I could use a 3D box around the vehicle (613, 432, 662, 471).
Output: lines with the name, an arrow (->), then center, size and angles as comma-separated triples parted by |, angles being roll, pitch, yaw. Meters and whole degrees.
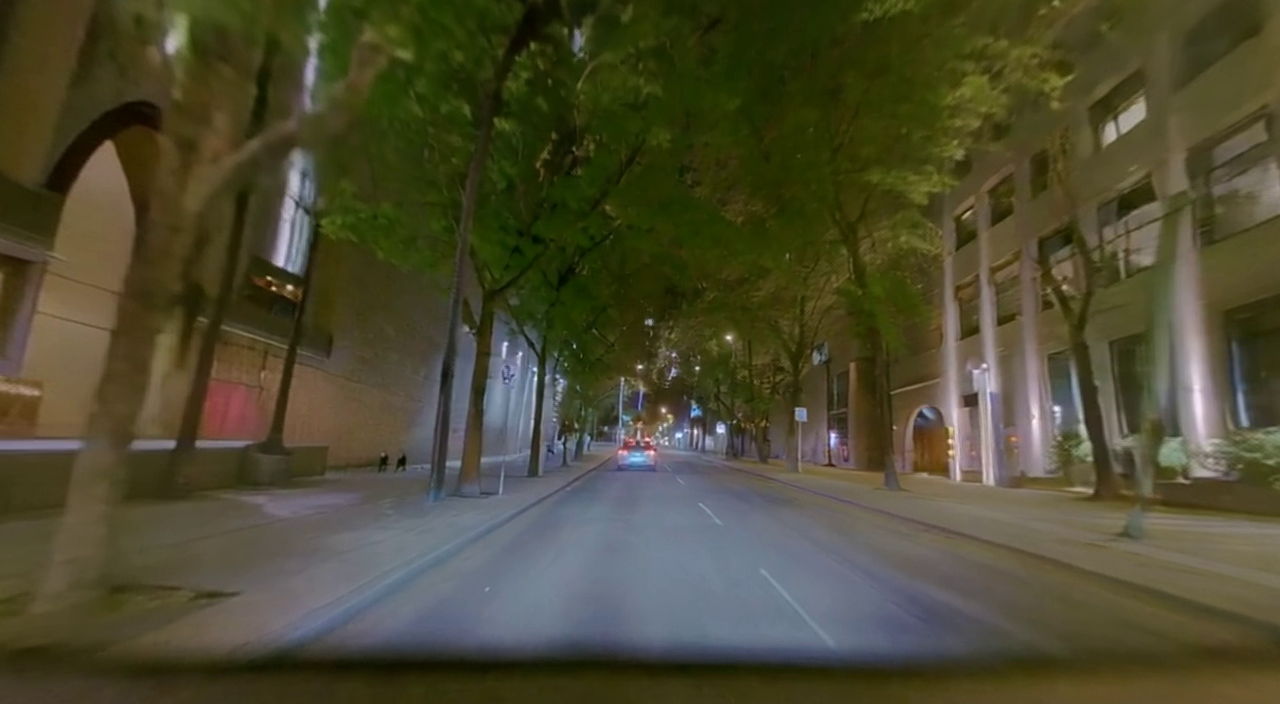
vehicle -> -0.111, 4.517, 28.761 | 2.079, 1.621, 3.861 | 0, -8, -1
